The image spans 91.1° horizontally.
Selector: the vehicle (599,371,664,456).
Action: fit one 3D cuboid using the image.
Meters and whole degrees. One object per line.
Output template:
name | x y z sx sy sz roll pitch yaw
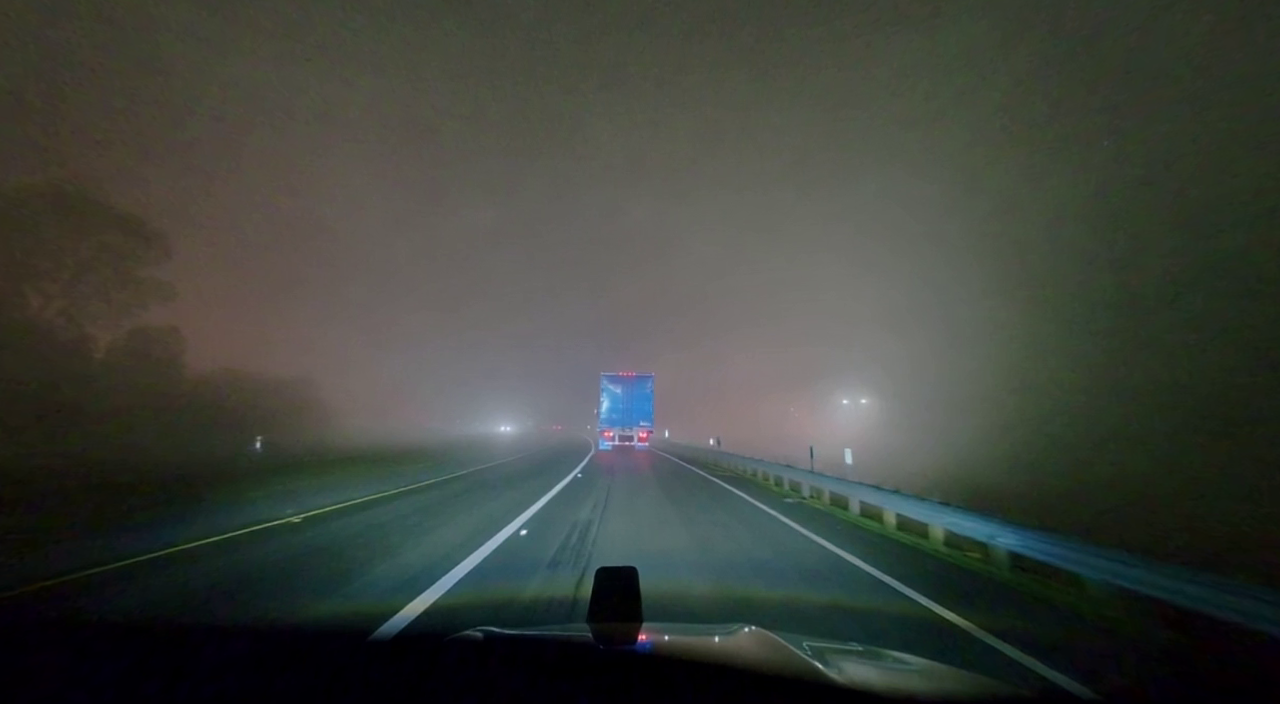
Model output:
vehicle | -0.701 3.580 34.626 3.023 3.965 10.402 0 -8 -3
